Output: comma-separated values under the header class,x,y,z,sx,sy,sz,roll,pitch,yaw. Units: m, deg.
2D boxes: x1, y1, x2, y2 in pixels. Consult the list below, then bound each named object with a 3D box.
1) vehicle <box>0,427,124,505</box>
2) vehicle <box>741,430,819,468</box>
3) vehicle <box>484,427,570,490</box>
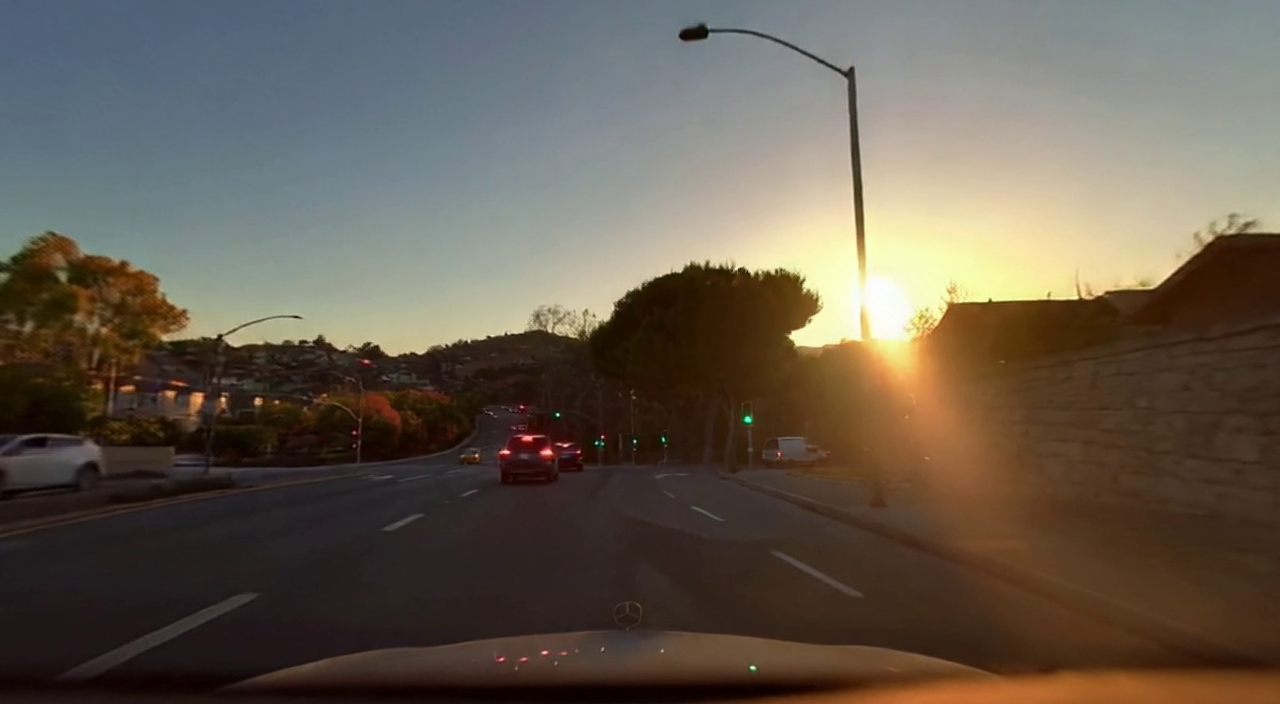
class,x,y,z,sx,sy,sz,roll,pitch,yaw
vehicle,-16.192,2.886,16.114,2.086,1.797,4.749,1,-9,-5
vehicle,11.168,7.677,49.847,6.269,2.785,2.334,6,-10,-34
vehicle,-3.570,3.453,20.678,2.152,1.822,4.391,0,-9,-2
